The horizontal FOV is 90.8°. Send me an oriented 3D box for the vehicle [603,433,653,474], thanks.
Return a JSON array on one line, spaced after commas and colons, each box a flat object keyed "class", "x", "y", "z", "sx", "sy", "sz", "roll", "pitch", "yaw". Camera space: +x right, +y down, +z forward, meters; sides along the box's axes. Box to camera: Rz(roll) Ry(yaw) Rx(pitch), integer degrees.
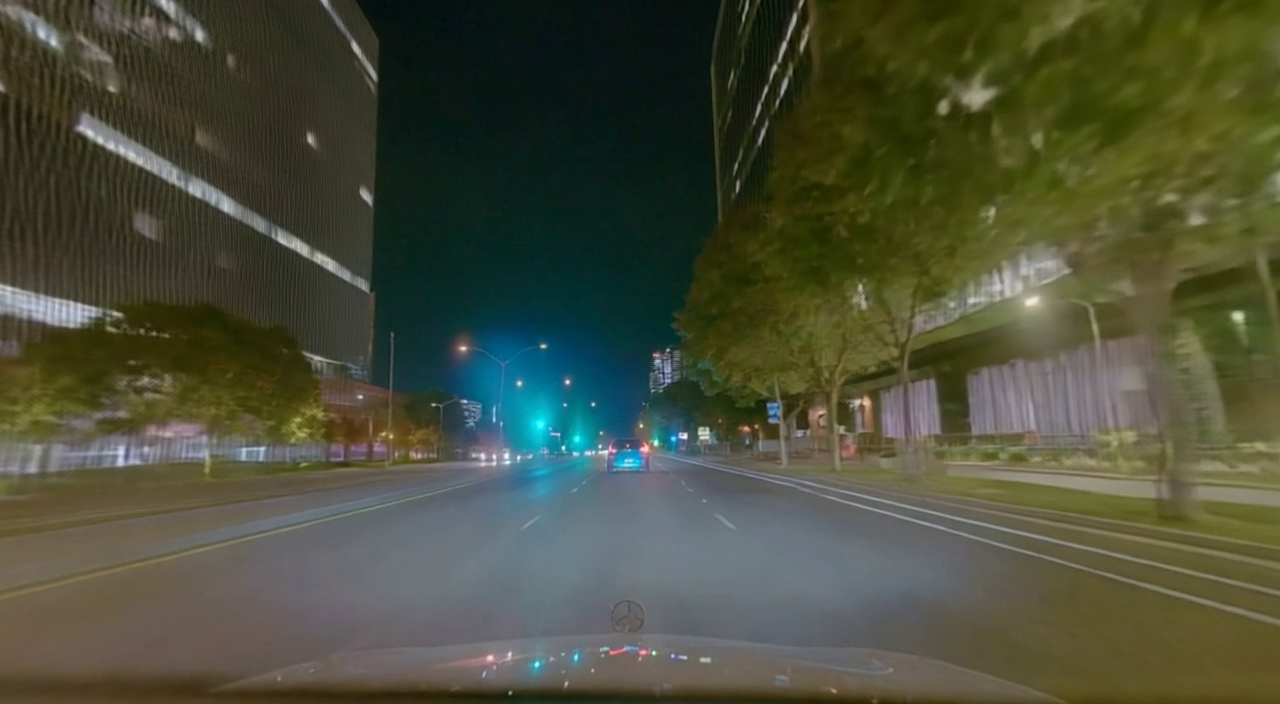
[{"class": "vehicle", "x": -0.557, "y": 4.970, "z": 31.215, "sx": 2.313, "sy": 1.860, "sz": 4.319, "roll": 0, "pitch": -8, "yaw": 0}]
